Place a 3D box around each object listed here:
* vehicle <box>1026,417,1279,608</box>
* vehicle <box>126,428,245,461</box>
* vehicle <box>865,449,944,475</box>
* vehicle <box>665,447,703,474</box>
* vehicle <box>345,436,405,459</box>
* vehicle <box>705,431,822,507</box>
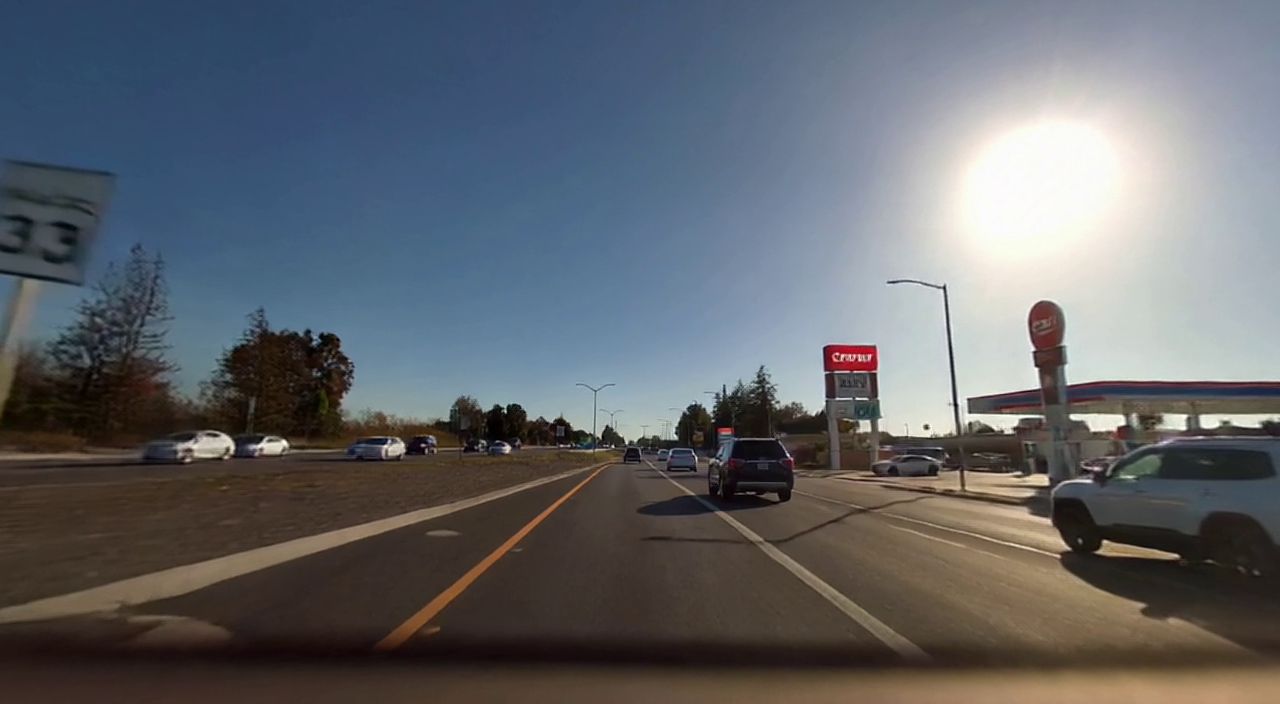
[{"bbox_3d":[6.413,1.575,6.746,1.881,1.604,4.289,0,-8,1],"label":"vehicle"},{"bbox_3d":[-21.453,4.415,30.019,2.124,1.459,4.591,0,-8,2],"label":"vehicle"},{"bbox_3d":[18.304,7.638,43.718,4.587,1.710,1.969,1,-9,-7],"label":"vehicle"},{"bbox_3d":[2.688,6.753,39.504,2.012,1.612,4.114,0,-8,-1],"label":"vehicle"},{"bbox_3d":[-17.576,6.370,42.054,1.920,1.473,4.524,0,-8,2],"label":"vehicle"},{"bbox_3d":[3.175,3.144,17.393,2.184,1.777,4.712,0,-8,-1],"label":"vehicle"}]
